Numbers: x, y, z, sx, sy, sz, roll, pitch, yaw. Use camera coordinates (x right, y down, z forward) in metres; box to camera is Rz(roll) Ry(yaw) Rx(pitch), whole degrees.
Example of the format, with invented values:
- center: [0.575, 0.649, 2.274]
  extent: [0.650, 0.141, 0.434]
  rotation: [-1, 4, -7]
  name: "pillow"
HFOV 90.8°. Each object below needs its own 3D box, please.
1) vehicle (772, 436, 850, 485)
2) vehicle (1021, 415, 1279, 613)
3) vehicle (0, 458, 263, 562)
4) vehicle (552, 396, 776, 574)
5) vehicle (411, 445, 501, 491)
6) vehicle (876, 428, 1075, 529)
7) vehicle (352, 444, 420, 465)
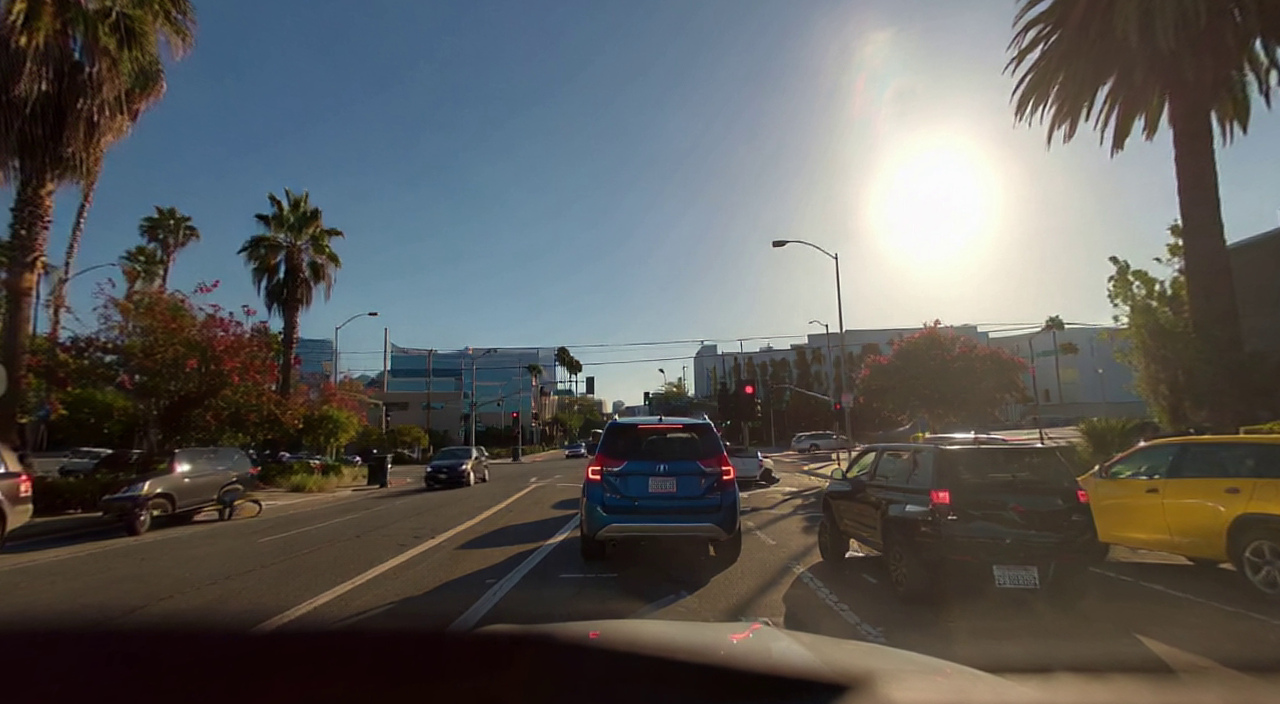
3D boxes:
- center: [6.547, 4.174, 24.612]
  extent: [1.948, 1.729, 4.023]
  rotation: [0, -8, 1]
  name: "vehicle"
- center: [6.435, 1.602, 6.921]
  extent: [1.935, 1.672, 4.139]
  rotation: [0, -8, 1]
  name: "vehicle"
- center: [-9.583, 2.817, 11.941]
  extent: [2.054, 1.467, 4.595]
  rotation: [-3, -9, 1]
  name: "vehicle"
- center: [0.258, 1.667, 8.636]
  extent: [2.264, 1.798, 4.258]
  rotation: [0, -8, 1]
  name: "vehicle"
- center: [-6.585, 4.158, 23.159]
  extent: [1.928, 1.475, 4.645]
  rotation: [0, -8, 0]
  name: "vehicle"
- center: [6.663, 2.529, 13.235]
  extent: [1.930, 1.736, 4.329]
  rotation: [-1, -8, 3]
  name: "vehicle"
- center: [-18.732, 7.550, 46.663]
  extent: [1.759, 1.457, 4.297]
  rotation: [-7, -11, 37]
  name: "vehicle"
